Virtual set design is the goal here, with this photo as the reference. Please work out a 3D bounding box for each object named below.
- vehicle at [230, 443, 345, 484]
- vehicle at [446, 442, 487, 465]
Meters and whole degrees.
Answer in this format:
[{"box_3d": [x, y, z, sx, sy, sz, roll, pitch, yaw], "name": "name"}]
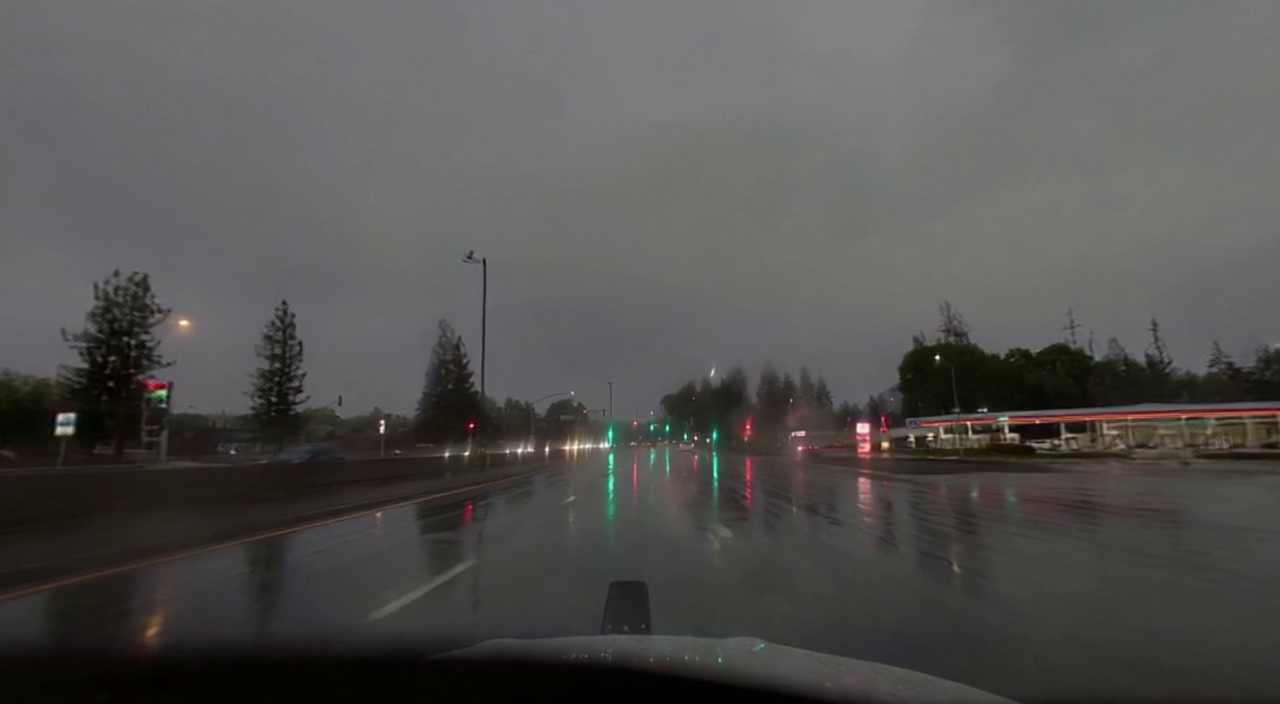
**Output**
[{"box_3d": [-13.965, 4.400, 25.333, 1.807, 1.477, 4.491, -1, -8, 3], "name": "vehicle"}, {"box_3d": [-12.379, 7.252, 45.185, 1.722, 1.510, 3.779, 0, -8, 3], "name": "vehicle"}]
